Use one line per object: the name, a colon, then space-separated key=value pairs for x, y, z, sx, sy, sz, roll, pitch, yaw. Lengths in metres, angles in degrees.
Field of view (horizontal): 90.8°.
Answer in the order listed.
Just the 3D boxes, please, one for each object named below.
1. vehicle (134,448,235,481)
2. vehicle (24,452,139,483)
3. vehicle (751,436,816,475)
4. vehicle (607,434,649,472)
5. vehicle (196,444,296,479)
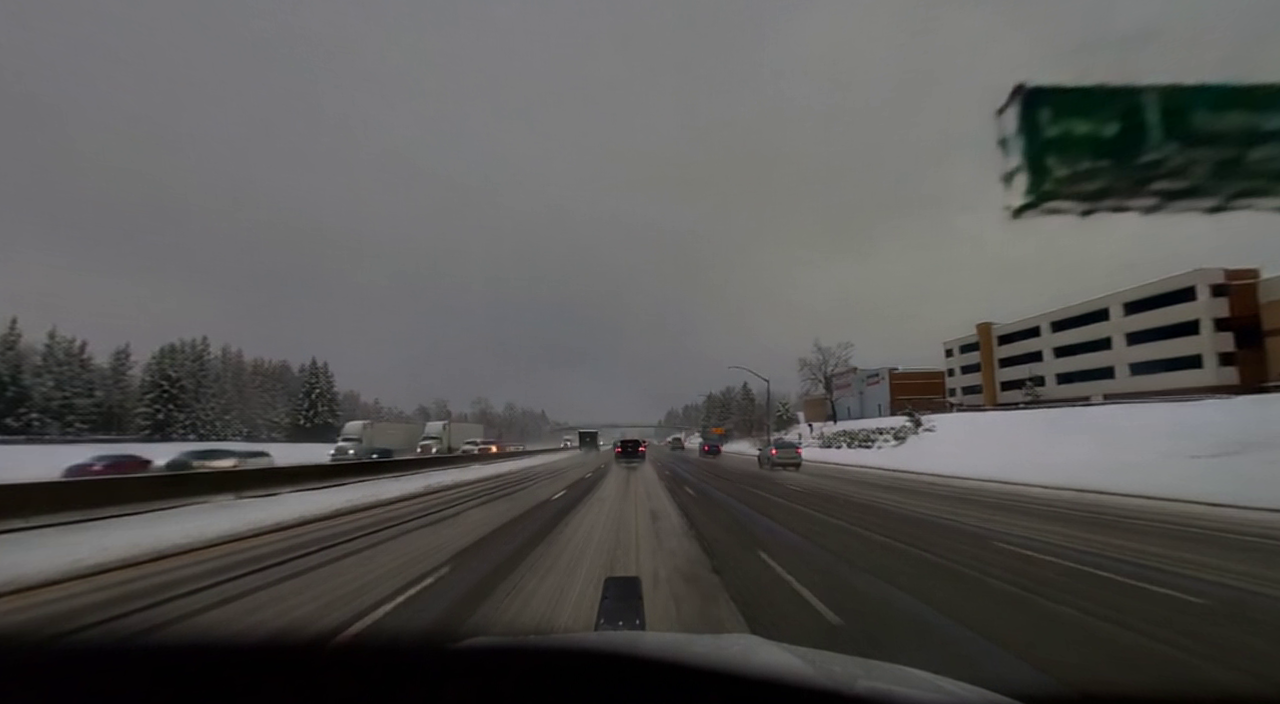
vehicle: x=-21.345 y=5.267 z=29.826 sx=1.869 sy=1.447 sz=3.941 roll=0 pitch=-9 yaw=-1
vehicle: x=-28.945 y=5.965 z=32.982 sx=1.833 sy=1.469 sz=4.643 roll=0 pitch=-9 yaw=-1
vehicle: x=6.626 y=4.830 z=29.669 sx=1.944 sy=1.666 sz=4.184 roll=0 pitch=-9 yaw=-1
vehicle: x=-0.597 y=5.164 z=32.489 sx=2.002 sy=1.759 sz=4.658 roll=0 pitch=-9 yaw=0
vehicle: x=-17.740 y=4.931 z=28.691 sx=2.157 sy=1.460 sz=3.702 roll=0 pitch=-9 yaw=-1
